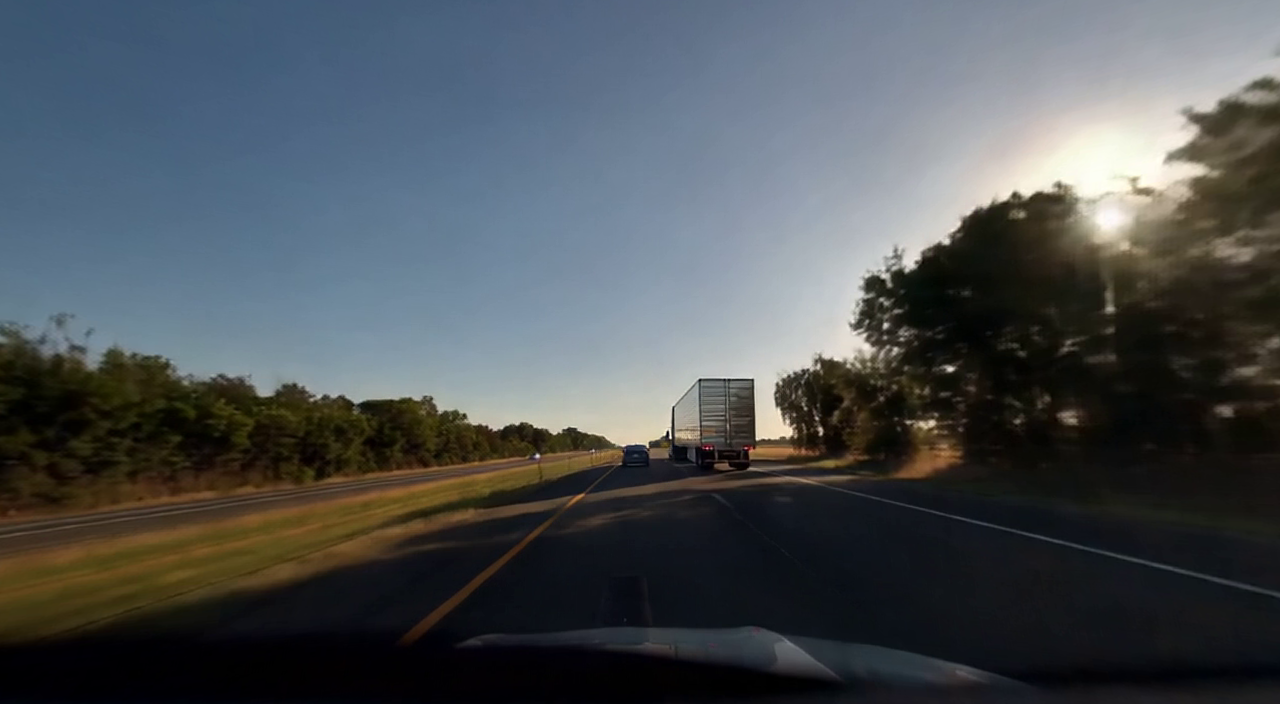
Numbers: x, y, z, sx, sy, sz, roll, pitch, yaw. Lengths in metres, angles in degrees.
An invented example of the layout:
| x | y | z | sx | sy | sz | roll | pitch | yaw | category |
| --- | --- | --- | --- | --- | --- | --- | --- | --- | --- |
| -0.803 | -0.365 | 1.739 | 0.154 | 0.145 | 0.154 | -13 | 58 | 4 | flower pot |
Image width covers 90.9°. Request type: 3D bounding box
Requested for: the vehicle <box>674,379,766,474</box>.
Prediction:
| x | y | z | sx | sy | sz | roll | pitch | yaw | category |
| --- | --- | --- | --- | --- | --- | --- | --- | --- | --- |
| 3.911 | 4.449 | 35.701 | 2.929 | 4.158 | 15.921 | 0 | -8 | -1 | vehicle |

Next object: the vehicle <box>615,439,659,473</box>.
| x | y | z | sx | sy | sz | roll | pitch | yaw | category |
| --- | --- | --- | --- | --- | --- | --- | --- | --- | --- |
| -0.168 | 5.004 | 30.515 | 1.968 | 1.515 | 4.025 | 0 | -8 | -1 | vehicle |
